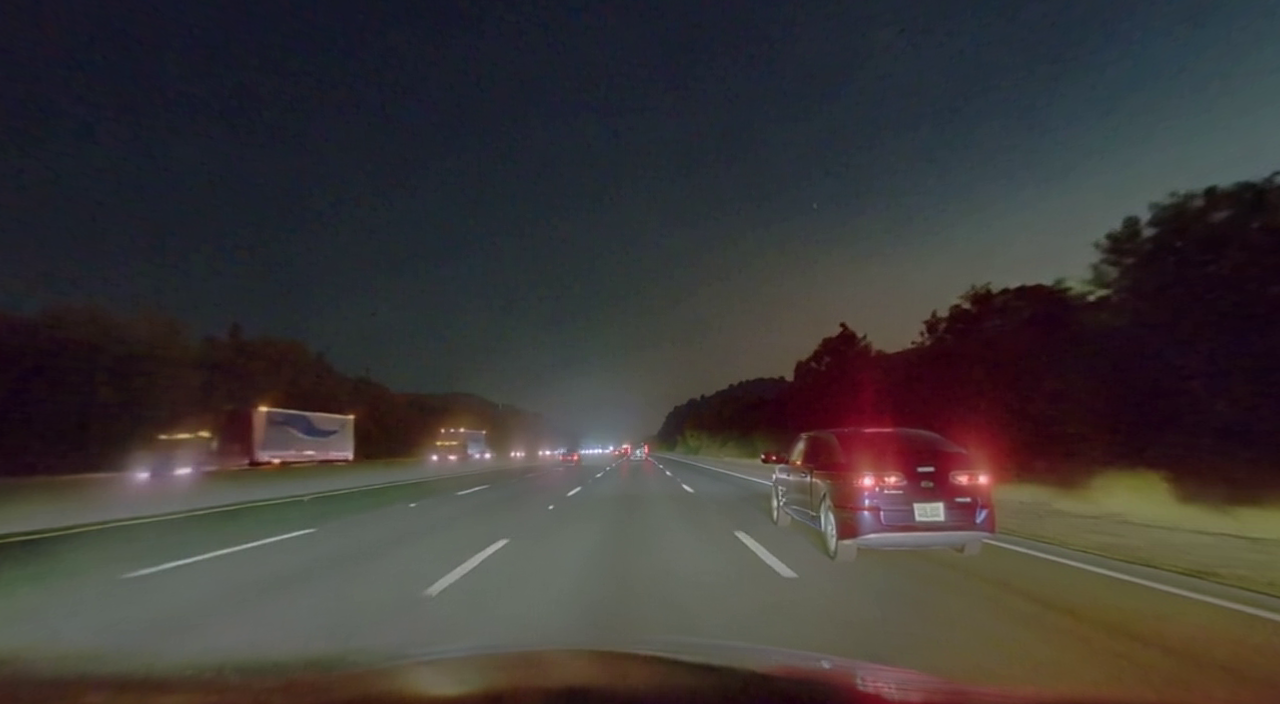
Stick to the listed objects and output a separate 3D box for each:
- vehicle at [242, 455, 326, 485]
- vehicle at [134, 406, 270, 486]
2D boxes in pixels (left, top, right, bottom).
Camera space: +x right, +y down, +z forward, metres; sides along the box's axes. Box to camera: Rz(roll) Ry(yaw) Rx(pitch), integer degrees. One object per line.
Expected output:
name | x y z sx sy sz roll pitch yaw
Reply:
vehicle | -18.916 6.264 33.799 1.868 1.422 4.676 0 -9 -1
vehicle | -23.300 5.075 34.047 2.973 3.895 5.902 0 -9 -1
